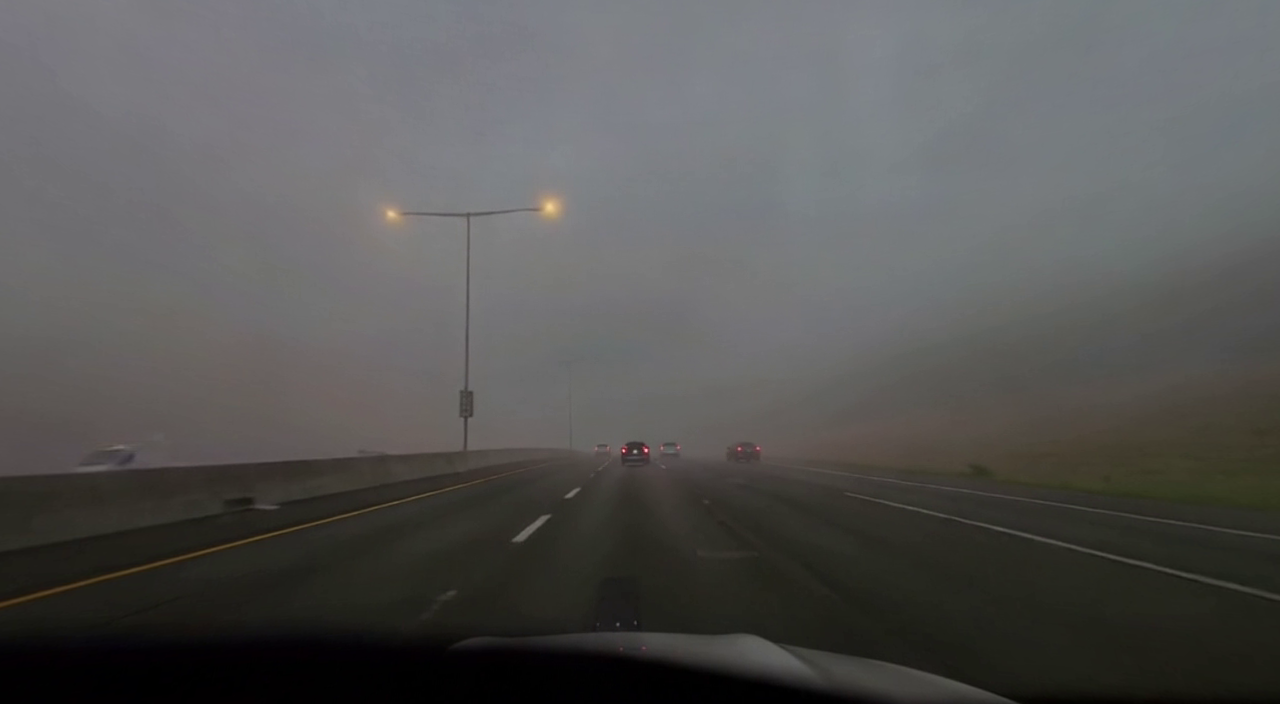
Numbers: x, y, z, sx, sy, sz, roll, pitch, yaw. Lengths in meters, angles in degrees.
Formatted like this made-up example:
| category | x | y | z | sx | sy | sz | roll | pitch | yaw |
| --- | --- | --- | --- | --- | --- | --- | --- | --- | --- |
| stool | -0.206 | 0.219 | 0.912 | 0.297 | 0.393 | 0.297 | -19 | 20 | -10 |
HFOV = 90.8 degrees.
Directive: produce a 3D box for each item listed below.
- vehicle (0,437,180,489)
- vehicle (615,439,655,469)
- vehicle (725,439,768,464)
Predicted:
| category | x | y | z | sx | sy | sz | roll | pitch | yaw |
| --- | --- | --- | --- | --- | --- | --- | --- | --- | --- |
| vehicle | -23.626 | 4.773 | 27.639 | 2.345 | 1.997 | 6.208 | 0 | -8 | 0 |
| vehicle | -0.306 | 5.365 | 33.272 | 1.985 | 1.457 | 4.227 | 0 | -8 | -1 |
| vehicle | 6.872 | 6.485 | 41.296 | 1.935 | 1.478 | 4.433 | 0 | -8 | -2 |
